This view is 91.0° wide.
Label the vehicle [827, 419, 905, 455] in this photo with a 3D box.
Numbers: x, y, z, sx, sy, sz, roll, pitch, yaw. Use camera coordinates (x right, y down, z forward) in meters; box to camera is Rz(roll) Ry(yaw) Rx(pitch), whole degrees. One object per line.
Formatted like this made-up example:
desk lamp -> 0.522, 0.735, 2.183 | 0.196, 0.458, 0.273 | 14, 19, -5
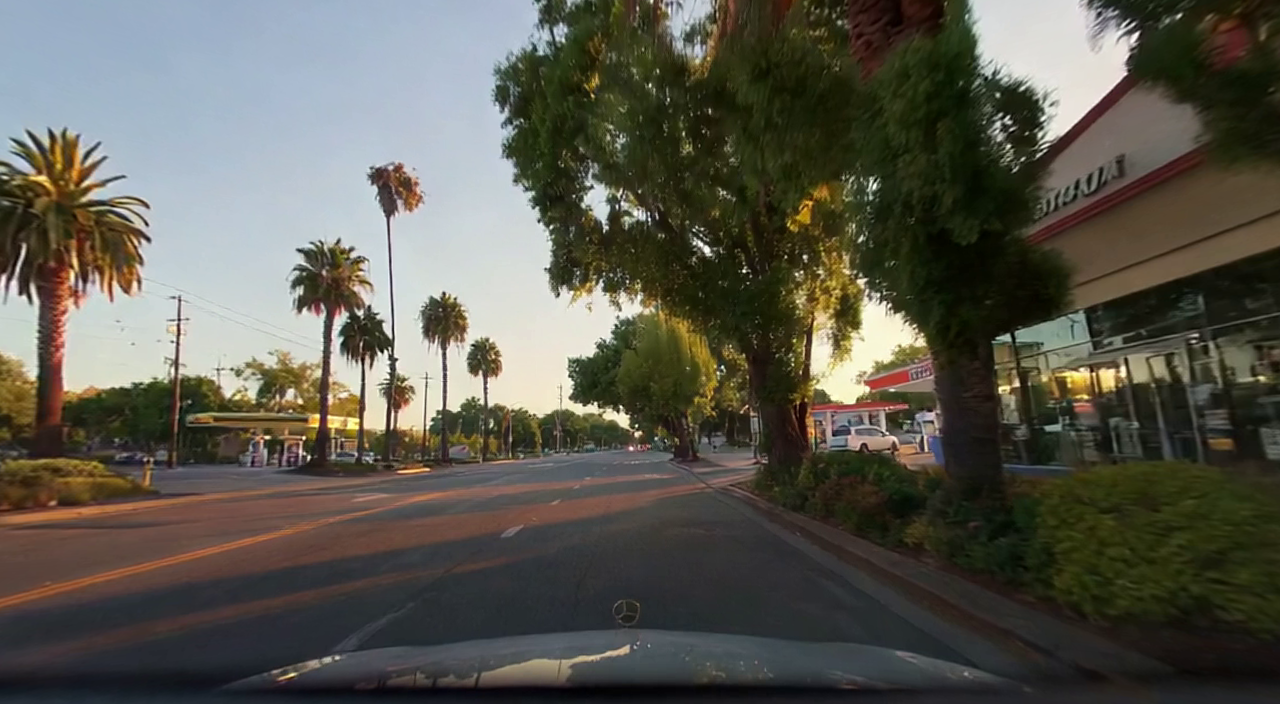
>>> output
vehicle -> 16.047, 6.048, 44.603 | 5.529, 2.395, 2.399 | 6, -10, -35
